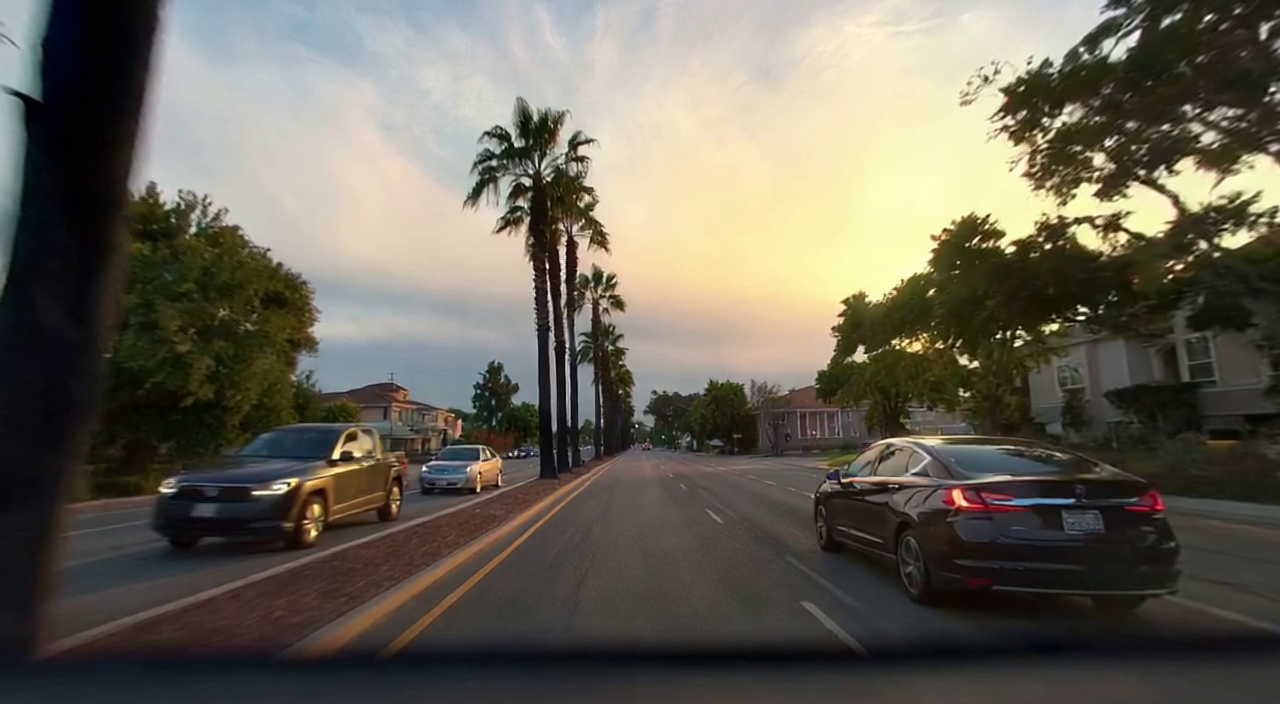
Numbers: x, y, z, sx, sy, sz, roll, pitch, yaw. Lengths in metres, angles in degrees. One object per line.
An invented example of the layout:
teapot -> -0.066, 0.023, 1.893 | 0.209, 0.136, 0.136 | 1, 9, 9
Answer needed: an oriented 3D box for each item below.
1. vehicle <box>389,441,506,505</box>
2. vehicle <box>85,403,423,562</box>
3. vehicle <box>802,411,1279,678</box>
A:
vehicle -> -4.870, 3.104, 16.663 | 1.798, 1.441, 4.309 | 0, -9, -1
vehicle -> -5.225, 1.854, 9.746 | 1.917, 1.756, 5.264 | 0, -9, -1
vehicle -> 3.159, 1.443, 5.970 | 1.989, 1.492, 4.689 | 0, -9, 0
